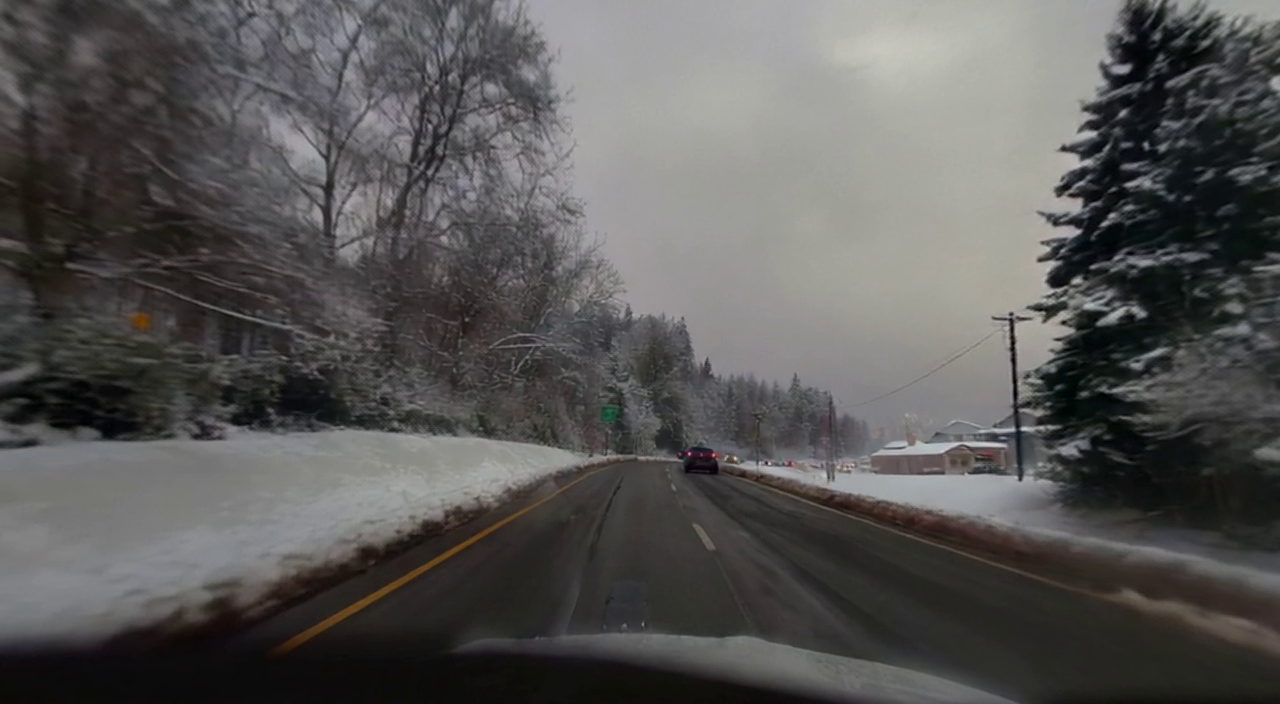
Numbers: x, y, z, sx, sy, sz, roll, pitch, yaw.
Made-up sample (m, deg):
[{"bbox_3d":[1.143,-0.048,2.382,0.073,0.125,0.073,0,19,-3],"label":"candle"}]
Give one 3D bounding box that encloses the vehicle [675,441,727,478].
[{"bbox_3d":[2.638,4.737,28.235,1.956,1.473,4.640,1,-8,1],"label":"vehicle"}]
